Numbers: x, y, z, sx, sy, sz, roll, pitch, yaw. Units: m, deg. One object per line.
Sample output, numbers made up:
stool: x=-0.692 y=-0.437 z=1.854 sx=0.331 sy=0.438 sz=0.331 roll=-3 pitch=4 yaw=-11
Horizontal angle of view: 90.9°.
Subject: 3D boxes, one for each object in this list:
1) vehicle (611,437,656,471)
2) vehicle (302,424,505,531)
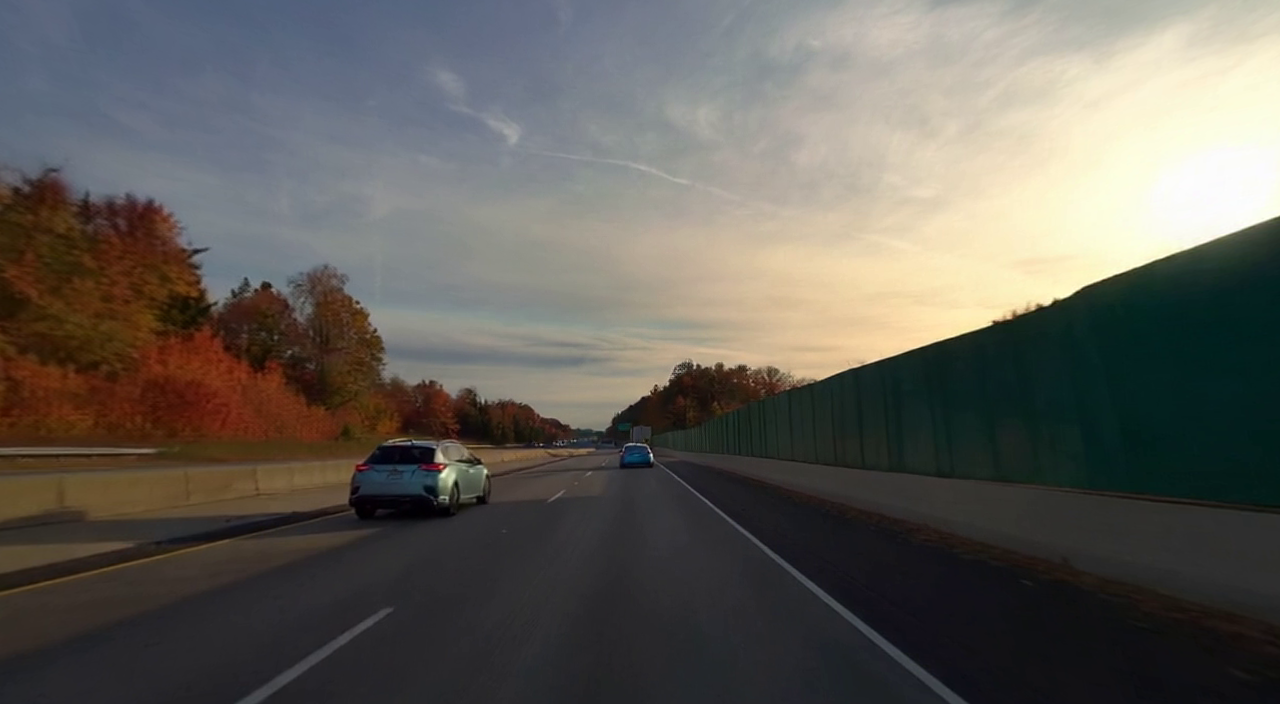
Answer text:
vehicle: x=-0.341 y=4.920 z=30.523 sx=2.057 sy=1.516 sz=4.065 roll=0 pitch=-8 yaw=-1
vehicle: x=-3.910 y=2.140 z=11.344 sx=2.054 sy=1.536 sz=4.128 roll=0 pitch=-8 yaw=0
